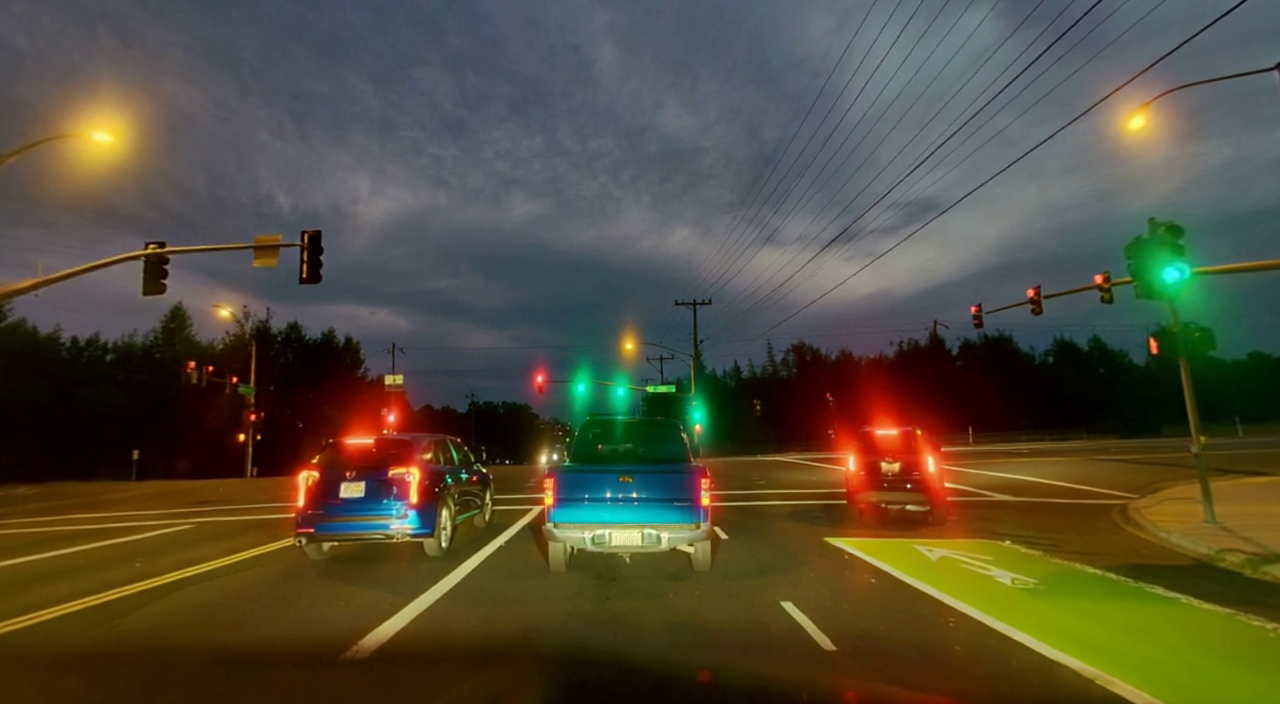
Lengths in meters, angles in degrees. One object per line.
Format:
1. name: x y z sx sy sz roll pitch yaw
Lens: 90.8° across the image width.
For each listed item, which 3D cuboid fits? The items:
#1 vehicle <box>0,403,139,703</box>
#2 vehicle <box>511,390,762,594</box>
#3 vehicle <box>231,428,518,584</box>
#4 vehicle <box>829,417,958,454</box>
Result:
1. vehicle: -3.352 0.663 0.445 1.928 1.488 4.936 0 -8 0
2. vehicle: -0.055 1.518 7.617 2.182 1.773 4.041 0 -8 -1
3. vehicle: -2.928 1.768 8.008 1.969 1.486 3.702 0 -8 1
4. vehicle: 13.836 4.608 34.814 6.143 1.944 2.229 -1 -8 5
